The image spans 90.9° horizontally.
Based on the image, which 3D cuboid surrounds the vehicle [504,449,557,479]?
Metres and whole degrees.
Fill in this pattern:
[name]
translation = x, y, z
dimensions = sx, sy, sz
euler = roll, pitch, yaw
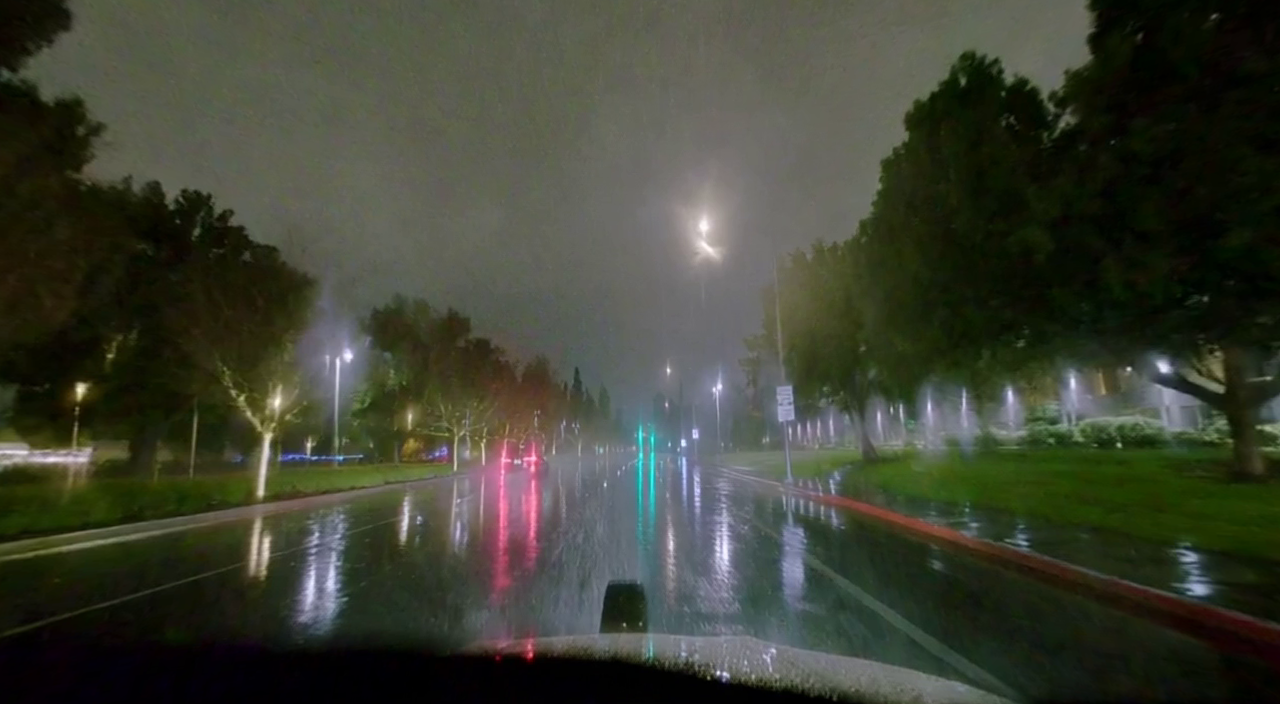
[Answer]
[vehicle]
translation = -5.882, 6.074, 34.385
dimensions = 1.945, 1.461, 4.605
euler = -1, -8, 2
